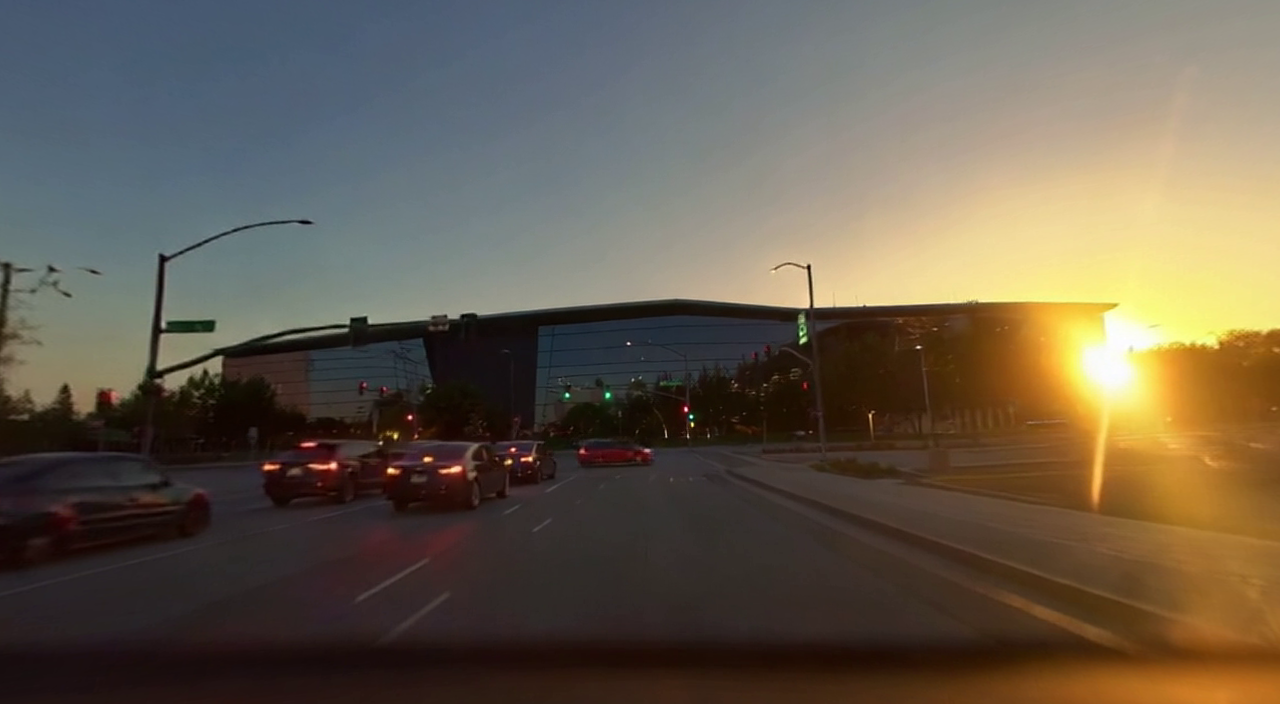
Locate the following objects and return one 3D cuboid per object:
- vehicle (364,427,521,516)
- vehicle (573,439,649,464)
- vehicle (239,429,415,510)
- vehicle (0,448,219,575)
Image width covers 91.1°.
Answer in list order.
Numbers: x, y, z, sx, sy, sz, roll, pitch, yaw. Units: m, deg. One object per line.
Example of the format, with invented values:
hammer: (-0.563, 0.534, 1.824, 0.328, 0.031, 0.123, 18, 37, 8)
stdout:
vehicle: (-4.122, 2.573, 13.997, 2.043, 1.636, 4.320, 0, -9, 1)
vehicle: (-1.801, 6.347, 40.157, 4.767, 1.524, 1.929, 0, -8, 1)
vehicle: (-8.010, 3.043, 16.768, 2.152, 1.813, 4.751, 0, -9, 1)
vehicle: (-8.357, 2.047, 8.590, 2.030, 1.440, 4.464, 0, -9, 1)
